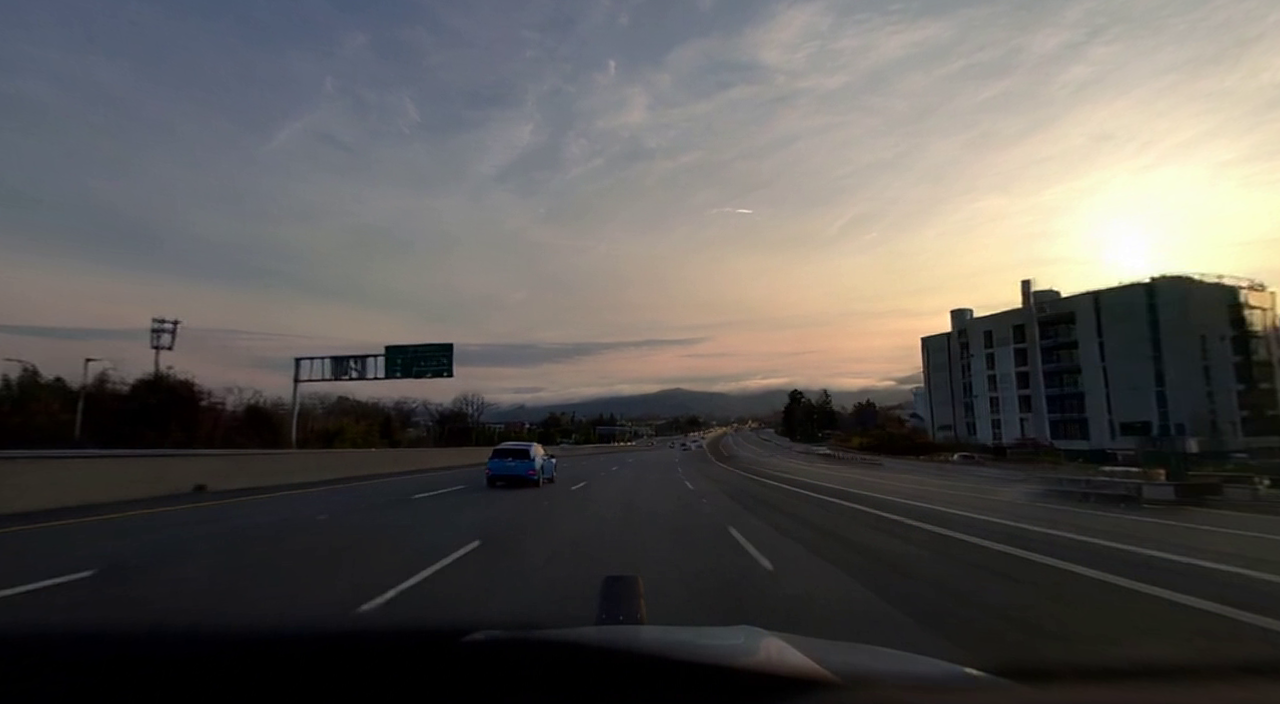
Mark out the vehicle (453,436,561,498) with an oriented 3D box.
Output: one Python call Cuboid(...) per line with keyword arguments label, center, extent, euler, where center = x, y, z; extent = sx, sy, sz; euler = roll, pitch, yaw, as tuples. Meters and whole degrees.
Cuboid(label="vehicle", center=(-3.744, 3.339, 18.781), extent=(2.087, 1.566, 4.756), euler=(0, -9, 2))
